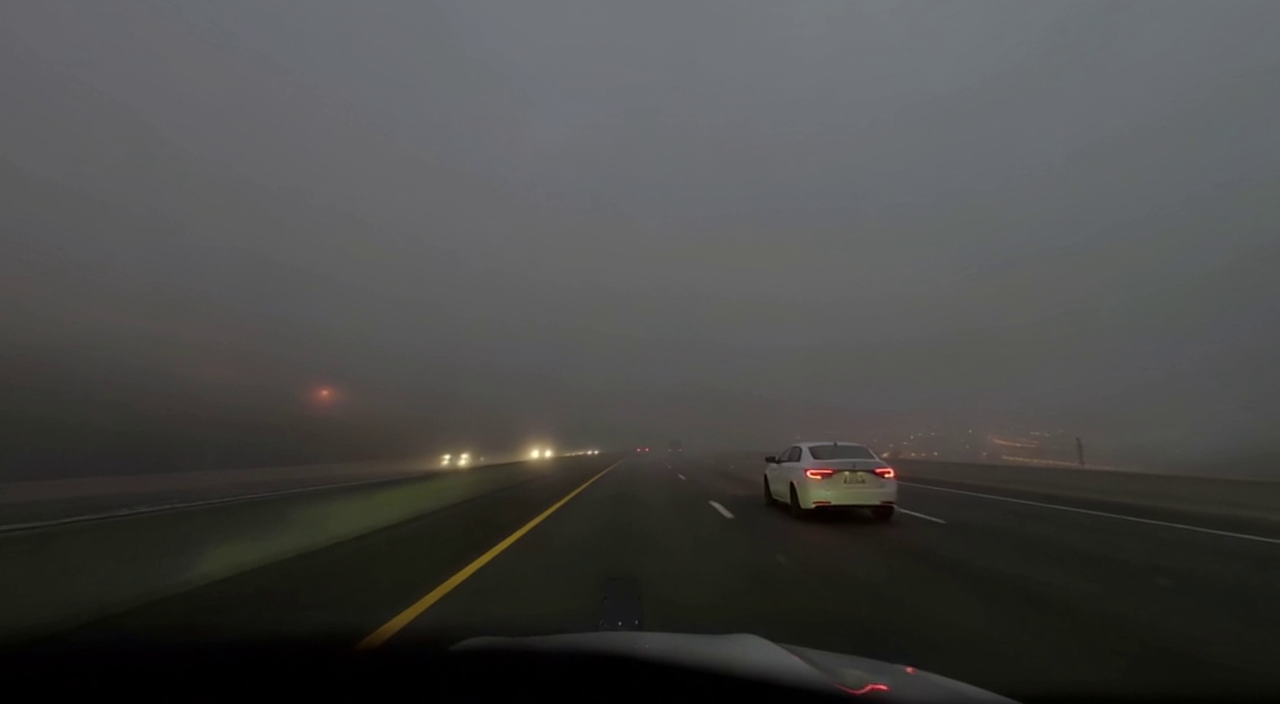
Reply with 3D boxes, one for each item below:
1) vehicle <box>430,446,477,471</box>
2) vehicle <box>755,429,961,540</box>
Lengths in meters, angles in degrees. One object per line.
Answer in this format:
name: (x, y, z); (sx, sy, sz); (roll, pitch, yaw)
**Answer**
vehicle: (-14.542, 8.333, 49.503); (2.106, 1.809, 4.622); (0, -8, 1)
vehicle: (3.481, 2.198, 11.197); (1.982, 1.533, 4.612); (0, -8, 0)
